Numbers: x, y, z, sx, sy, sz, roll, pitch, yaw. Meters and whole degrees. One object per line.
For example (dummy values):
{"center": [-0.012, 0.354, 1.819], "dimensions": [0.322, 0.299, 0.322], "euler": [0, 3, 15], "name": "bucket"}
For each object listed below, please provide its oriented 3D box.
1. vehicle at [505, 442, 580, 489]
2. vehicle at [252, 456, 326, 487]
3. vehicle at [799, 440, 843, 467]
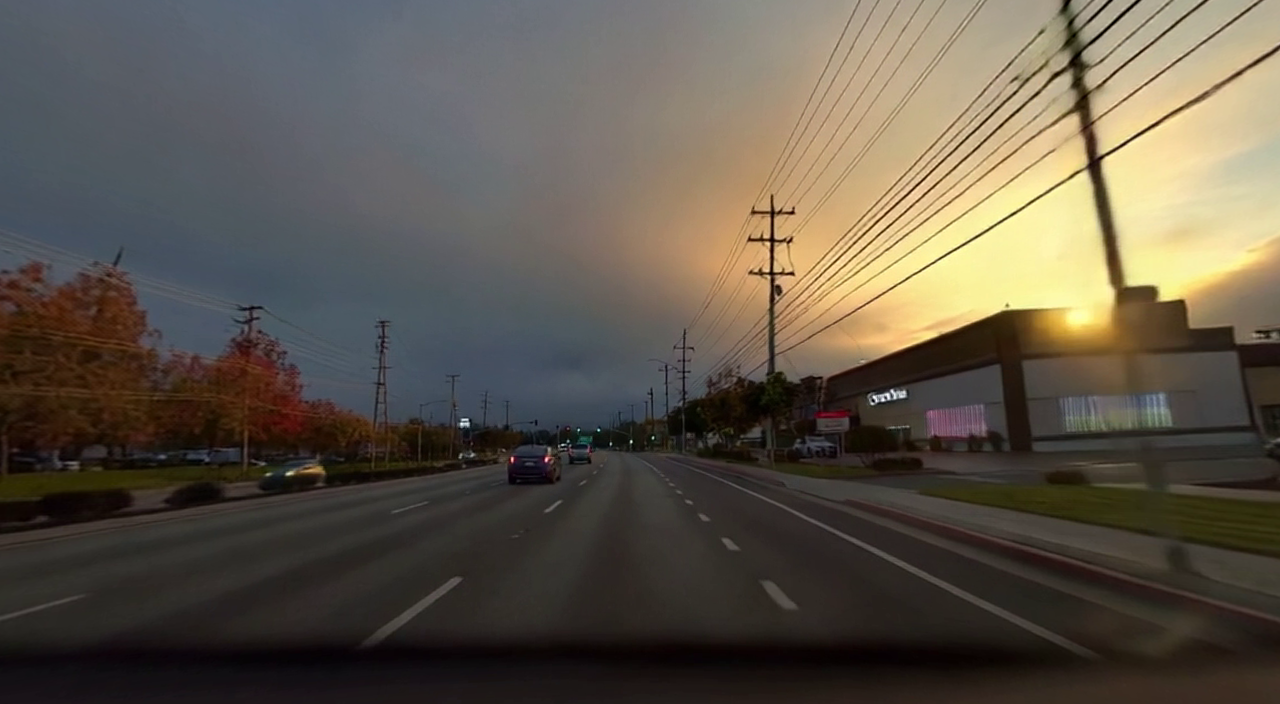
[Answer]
{"center": [-3.301, 3.926, 22.221], "dimensions": [1.942, 1.469, 4.426], "euler": [0, -8, 0], "name": "vehicle"}
{"center": [-20.167, 6.855, 36.396], "dimensions": [1.925, 1.554, 4.271], "euler": [1, -9, -3], "name": "vehicle"}
{"center": [12.198, 6.842, 42.682], "dimensions": [1.894, 1.671, 4.290], "euler": [-1, -8, 4], "name": "vehicle"}
